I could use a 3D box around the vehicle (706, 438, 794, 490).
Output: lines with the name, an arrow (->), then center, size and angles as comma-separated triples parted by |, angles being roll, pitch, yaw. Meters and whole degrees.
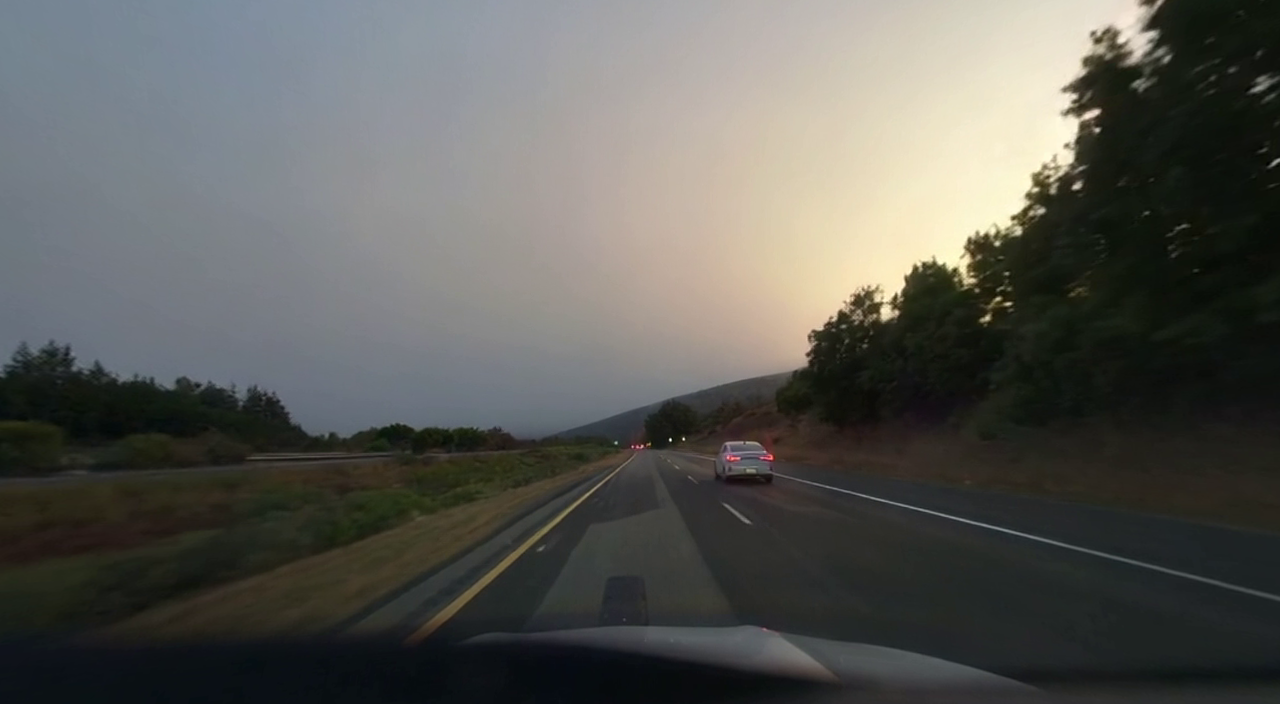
vehicle -> 3.412, 3.570, 20.422 | 2.003, 1.466, 4.441 | 0, -8, 0
